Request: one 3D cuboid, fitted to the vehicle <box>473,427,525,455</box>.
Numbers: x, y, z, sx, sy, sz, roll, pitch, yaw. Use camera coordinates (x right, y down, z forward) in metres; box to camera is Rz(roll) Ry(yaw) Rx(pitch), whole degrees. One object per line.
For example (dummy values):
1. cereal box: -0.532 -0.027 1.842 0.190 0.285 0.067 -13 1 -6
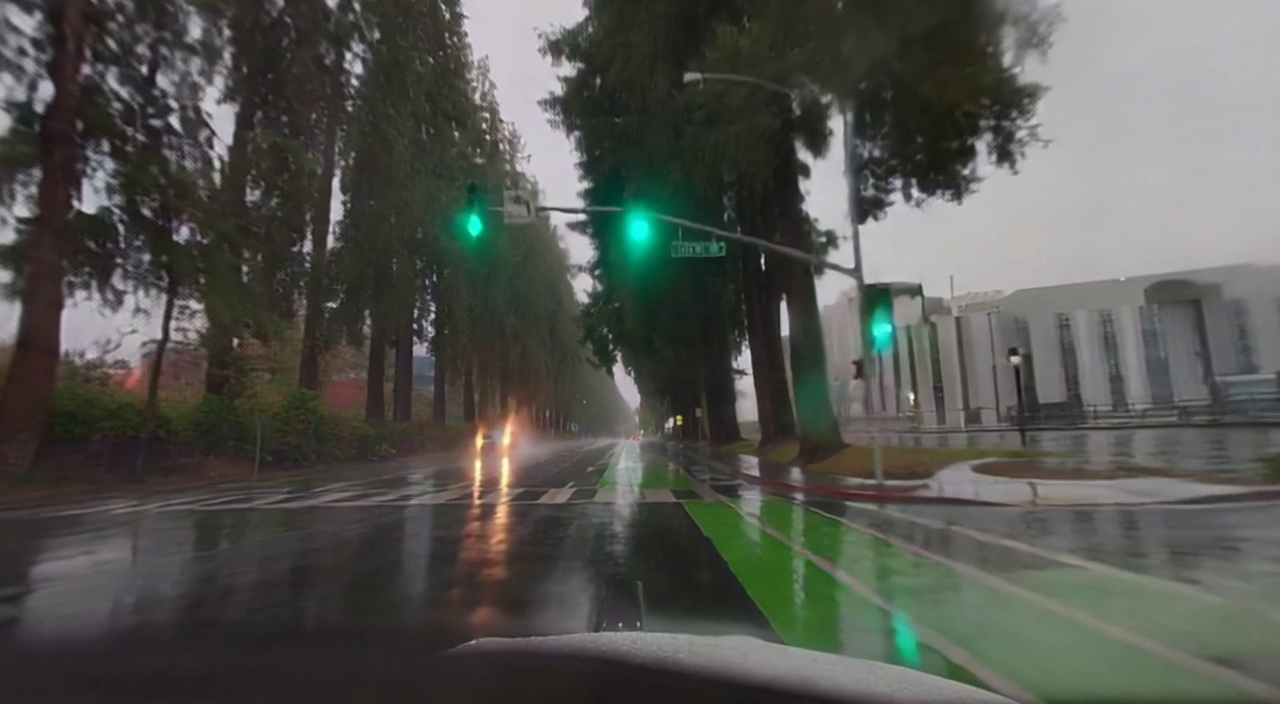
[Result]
1. vehicle: -9.529 6.091 43.104 2.248 1.761 4.918 0 -8 2
